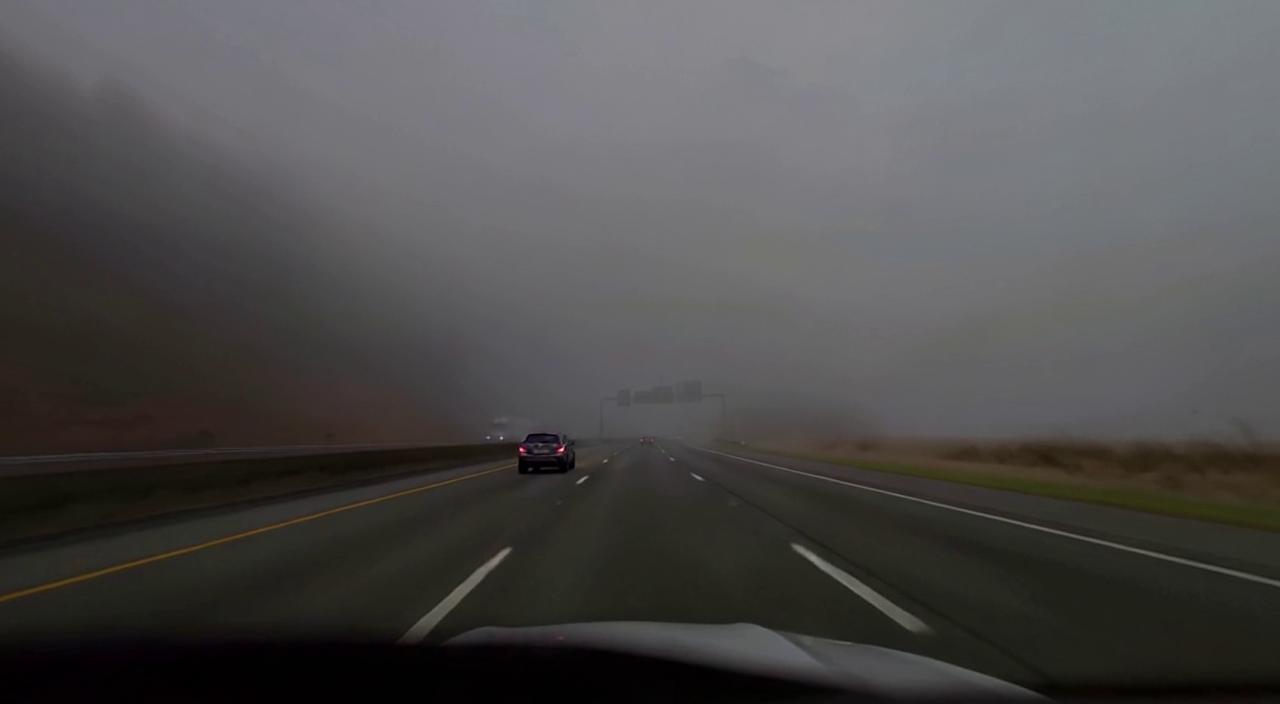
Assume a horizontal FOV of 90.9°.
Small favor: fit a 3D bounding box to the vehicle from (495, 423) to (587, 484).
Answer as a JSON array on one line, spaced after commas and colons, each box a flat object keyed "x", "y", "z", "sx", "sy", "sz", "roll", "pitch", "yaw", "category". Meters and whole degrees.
[{"x": -2.859, "y": 3.036, "z": 19.227, "sx": 2.084, "sy": 1.654, "sz": 4.080, "roll": 0, "pitch": -8, "yaw": 1, "category": "vehicle"}]
